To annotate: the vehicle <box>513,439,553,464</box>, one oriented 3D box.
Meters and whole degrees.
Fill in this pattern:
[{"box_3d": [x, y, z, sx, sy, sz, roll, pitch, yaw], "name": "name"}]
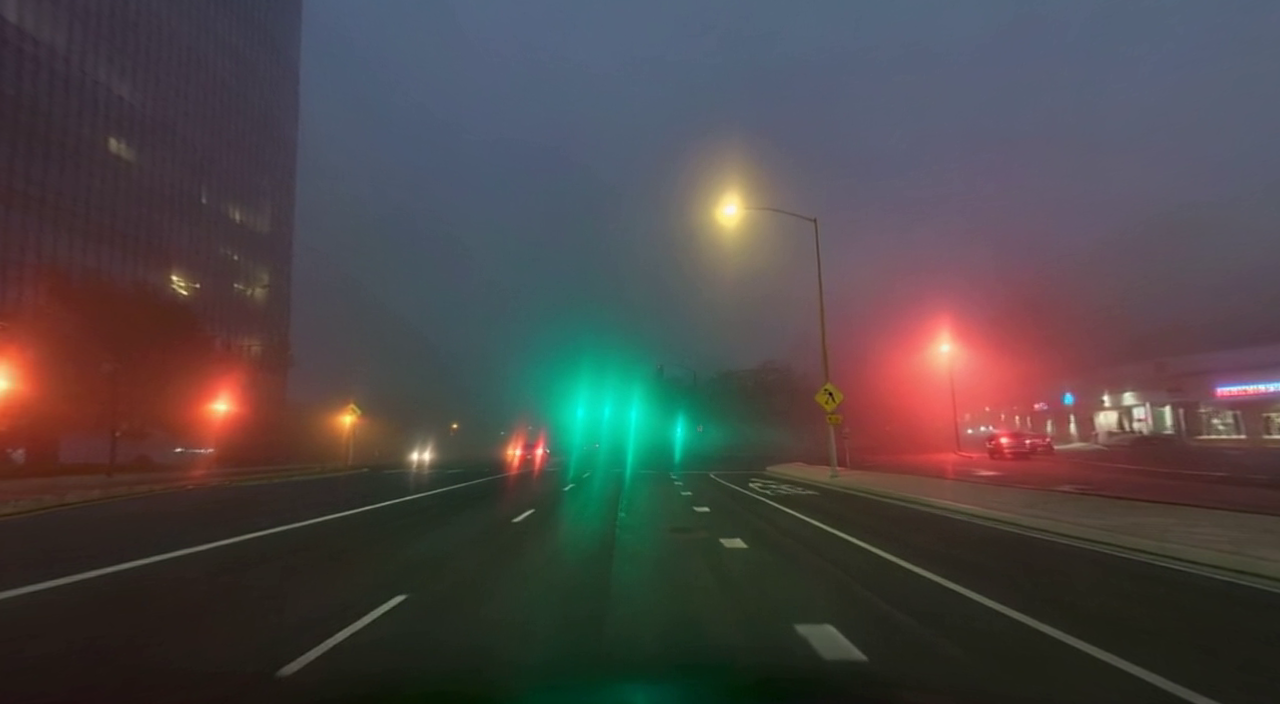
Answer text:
[{"box_3d": [-7.202, 6.778, 43.066, 1.909, 1.605, 4.561, 0, -9, 0], "name": "vehicle"}]
